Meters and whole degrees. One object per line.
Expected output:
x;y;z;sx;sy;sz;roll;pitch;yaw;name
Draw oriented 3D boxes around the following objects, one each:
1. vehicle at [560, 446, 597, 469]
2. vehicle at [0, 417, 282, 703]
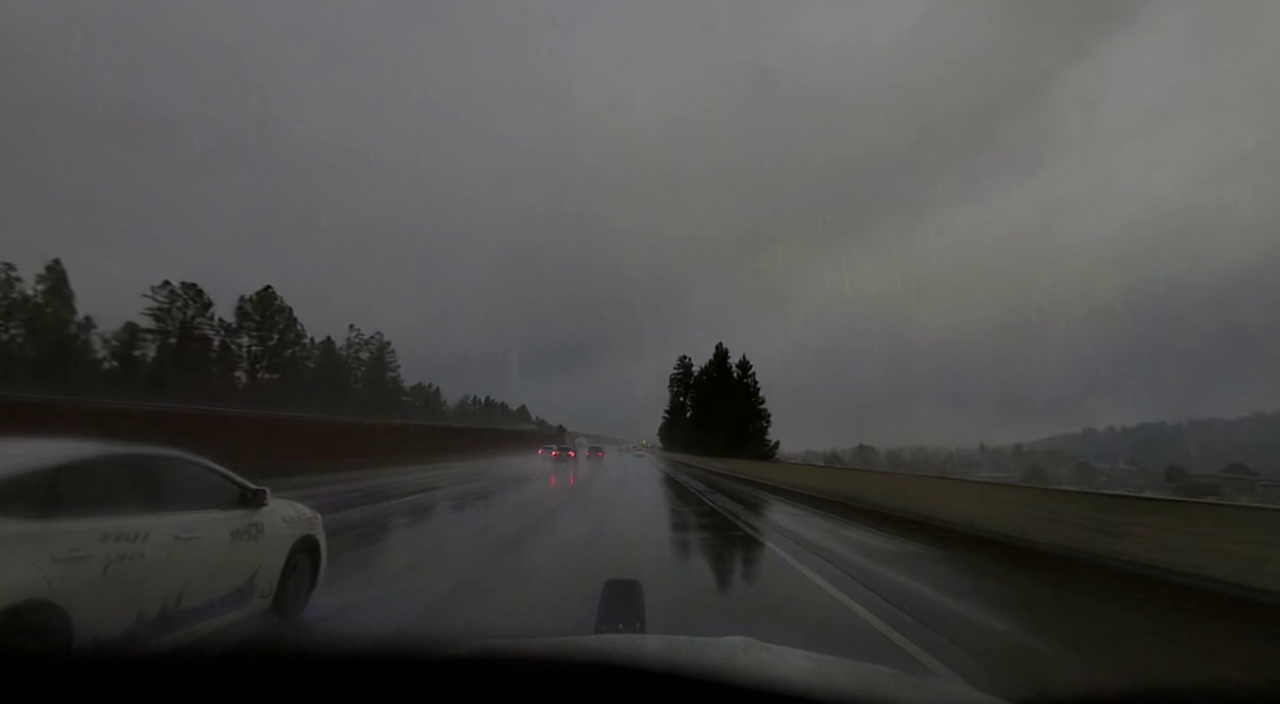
-4.230;7.340;43.920;2.120;1.458;4.031;0;-9;0;vehicle
-4.172;1.099;3.276;1.965;1.485;4.460;0;-9;0;vehicle
